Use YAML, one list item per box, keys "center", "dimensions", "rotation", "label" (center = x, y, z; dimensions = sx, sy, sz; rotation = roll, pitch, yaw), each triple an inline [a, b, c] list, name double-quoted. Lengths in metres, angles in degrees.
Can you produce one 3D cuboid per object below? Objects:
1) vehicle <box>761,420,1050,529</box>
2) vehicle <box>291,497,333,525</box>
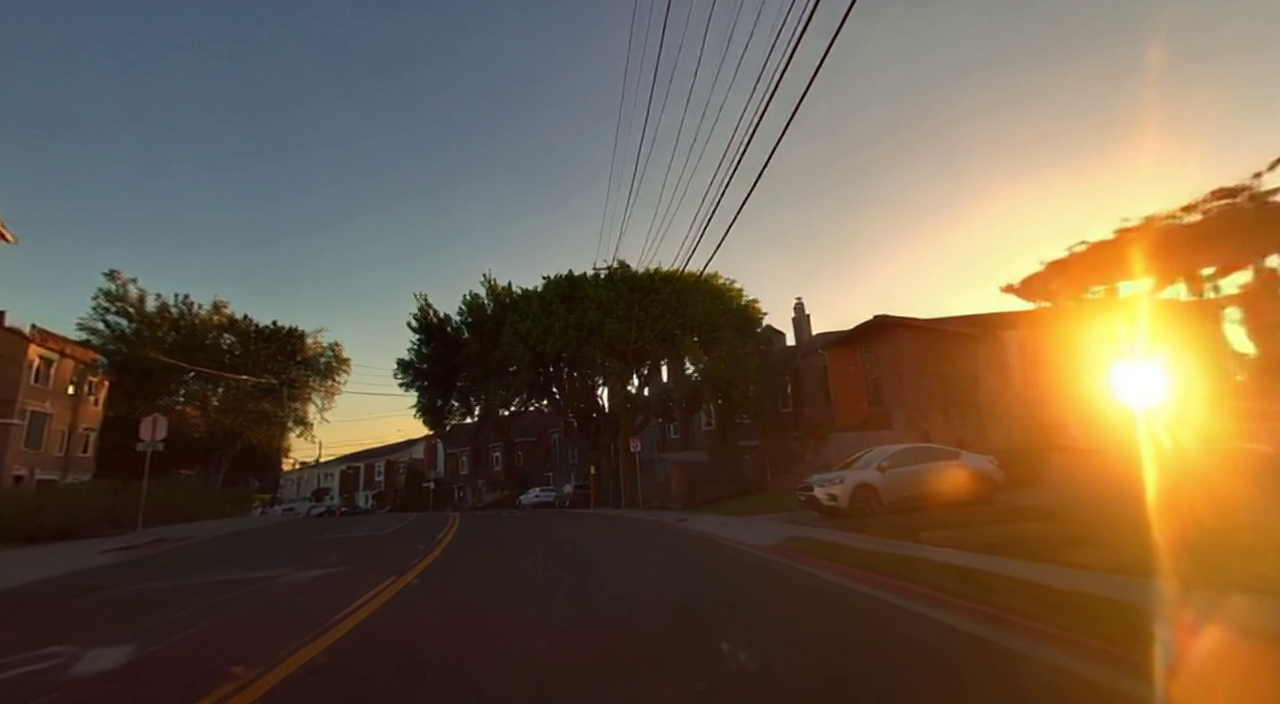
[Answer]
- center: [5.942, 2.754, 14.557]
  dimensions: [5.578, 1.842, 2.300]
  rotation: [-3, -10, -10]
  label: "vehicle"
- center: [-23.154, 11.157, 44.553]
  dimensions: [1.994, 1.515, 4.385]
  rotation: [6, -11, -34]
  label: "vehicle"
